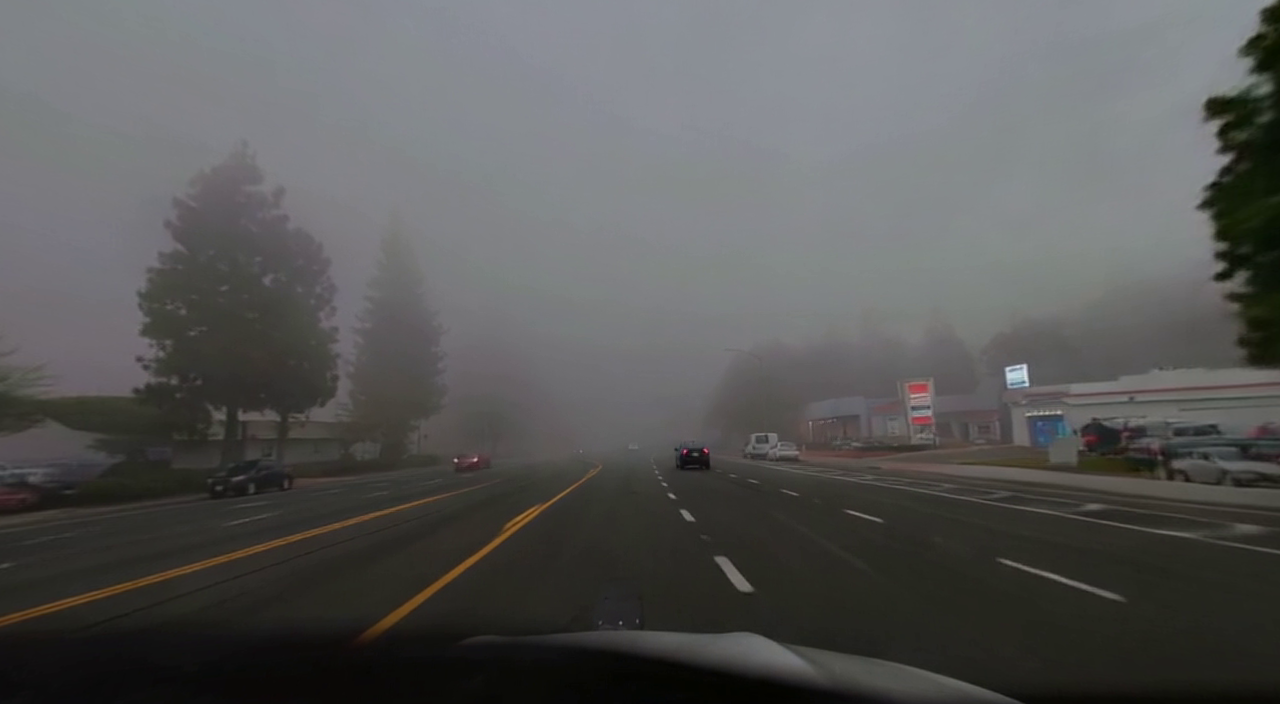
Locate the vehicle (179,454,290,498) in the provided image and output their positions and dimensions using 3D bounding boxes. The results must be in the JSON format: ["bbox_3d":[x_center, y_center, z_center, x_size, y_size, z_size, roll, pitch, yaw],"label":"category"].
[{"bbox_3d":[-18.092,5.511,28.486,2.045,1.727,4.503,0,-9,-2],"label":"vehicle"}]

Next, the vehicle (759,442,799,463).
[{"bbox_3d":[10.199,7.399,46.676,1.857,1.411,4.859,0,-9,0],"label":"vehicle"}]

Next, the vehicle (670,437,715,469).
[{"bbox_3d":[2.732,5.420,34.024,1.957,1.643,4.226,0,-9,-1],"label":"vehicle"}]

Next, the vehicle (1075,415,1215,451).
[{"bbox_3d":[30.412,4.981,38.316,2.102,1.965,6.159,7,-11,-36],"label":"vehicle"}]

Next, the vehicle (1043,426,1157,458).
[{"bbox_3d":[23.885,4.703,32.937,1.843,1.490,4.282,2,-9,-37],"label":"vehicle"}]
